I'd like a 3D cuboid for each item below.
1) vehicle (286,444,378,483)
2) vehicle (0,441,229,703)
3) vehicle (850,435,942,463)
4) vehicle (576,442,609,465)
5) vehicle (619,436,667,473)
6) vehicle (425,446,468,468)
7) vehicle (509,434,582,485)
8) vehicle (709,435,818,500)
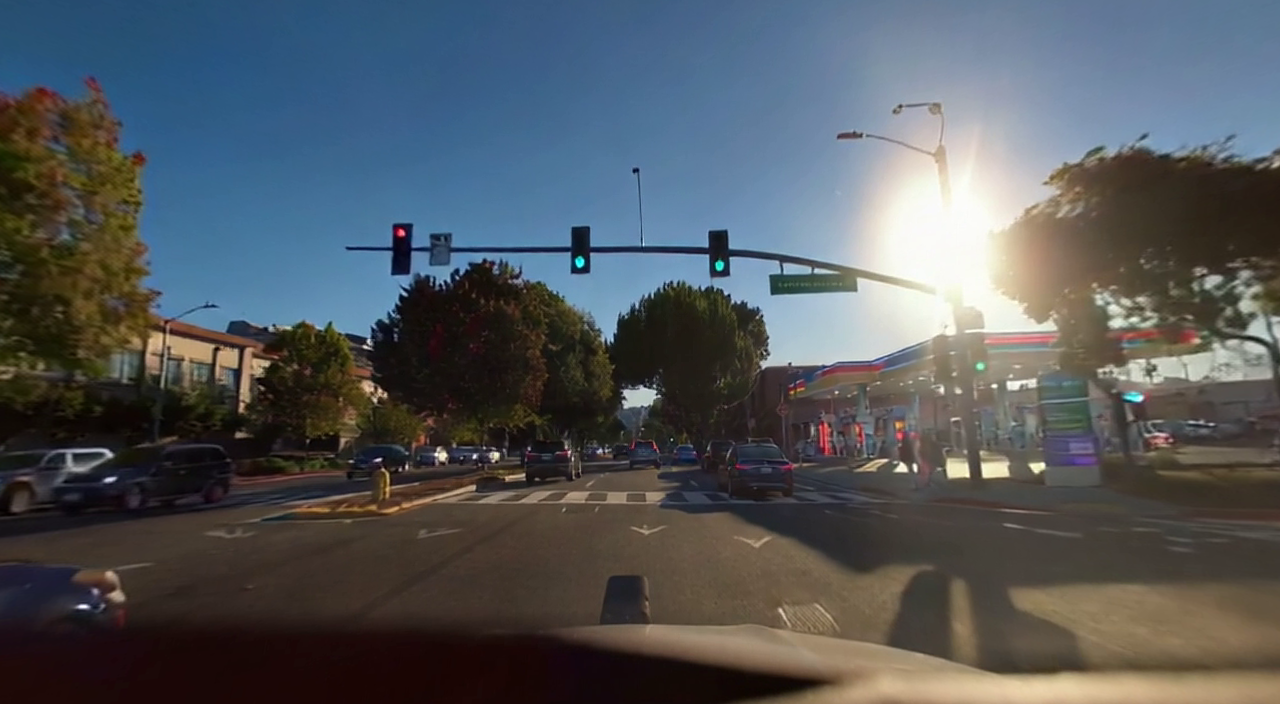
[{"bbox_3d":[-15.067,5.440,31.175,2.080,1.756,4.723,0,-8,0],"label":"vehicle"},{"bbox_3d":[-3.347,0.856,1.282,2.013,1.354,4.393,0,-8,1],"label":"vehicle"},{"bbox_3d":[15.992,6.064,39.527,1.860,1.587,4.949,8,-12,-44],"label":"vehicle"},{"bbox_3d":[-3.183,6.890,42.878,1.901,1.483,4.372,0,-8,0],"label":"vehicle"},{"bbox_3d":[0.119,4.960,30.692,2.192,1.674,4.124,0,-8,0],"label":"vehicle"},{"bbox_3d":[-15.085,8.202,49.278,1.905,1.613,4.331,0,-8,1],"label":"vehicle"},{"bbox_3d":[-3.294,3.836,22.755,1.988,1.645,3.995,0,-8,1],"label":"vehicle"},{"bbox_3d":[3.129,3.030,16.976,1.919,1.502,4.572,0,-8,-1],"label":"vehicle"}]
